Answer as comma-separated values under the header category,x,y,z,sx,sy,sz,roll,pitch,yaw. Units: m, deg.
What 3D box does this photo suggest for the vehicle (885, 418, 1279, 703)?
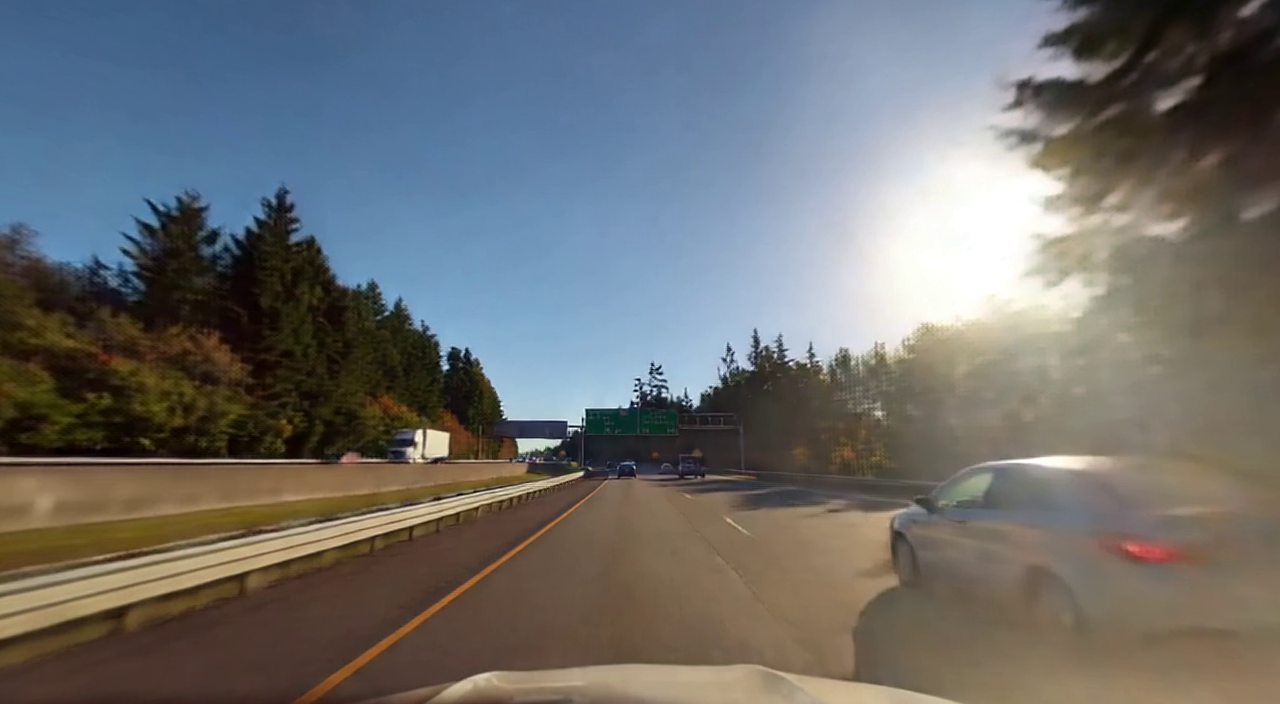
category,x,y,z,sx,sy,sz,roll,pitch,yaw
vehicle,3.955,1.549,5.184,2.132,1.662,4.180,1,-10,-1
